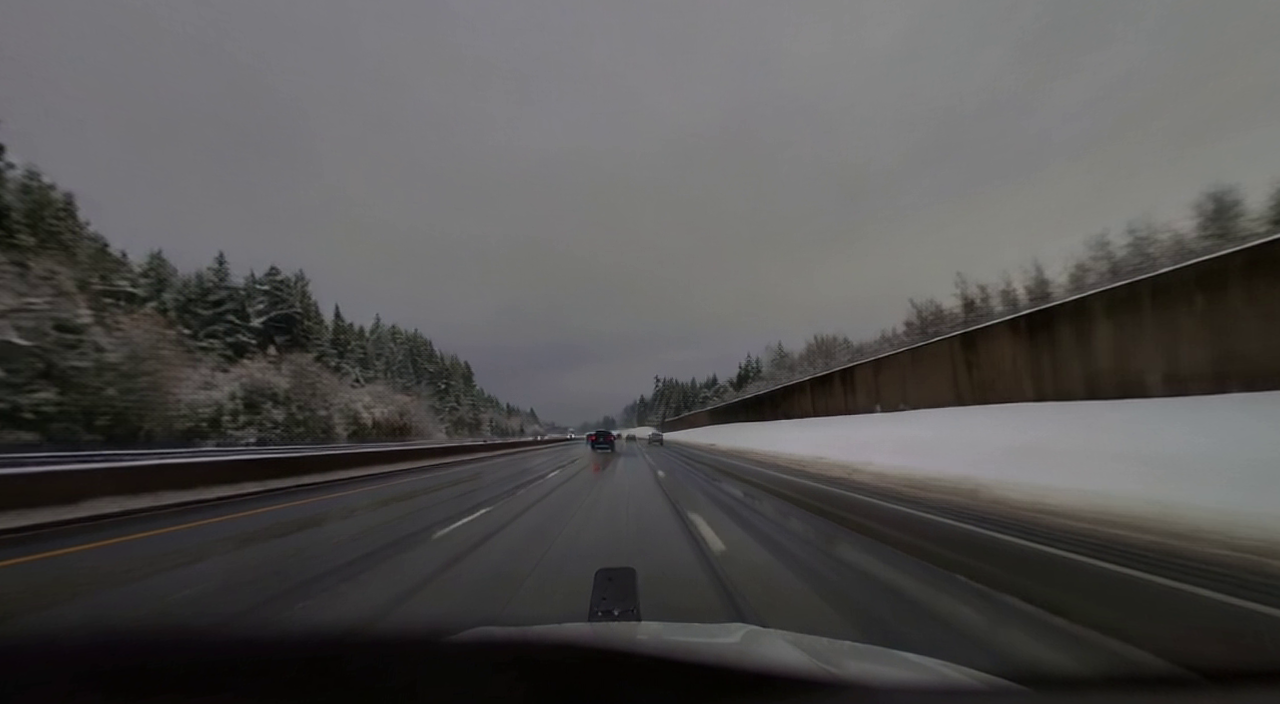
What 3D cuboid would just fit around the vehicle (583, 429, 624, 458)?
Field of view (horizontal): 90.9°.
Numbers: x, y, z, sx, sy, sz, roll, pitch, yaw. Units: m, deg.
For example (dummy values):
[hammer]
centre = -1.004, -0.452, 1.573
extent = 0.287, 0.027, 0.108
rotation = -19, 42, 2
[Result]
[vehicle]
centre = -2.236, 5.748, 39.847
extent = 2.306, 1.730, 4.606
rotation = 0, -8, 1
